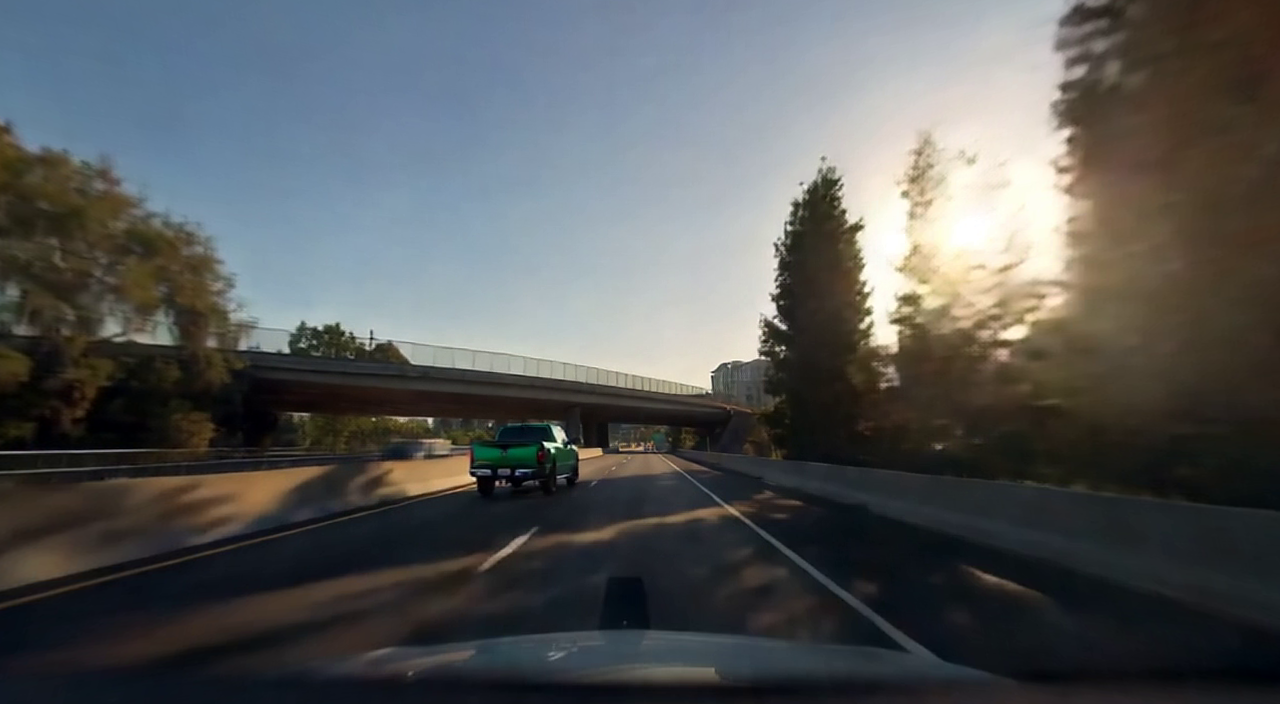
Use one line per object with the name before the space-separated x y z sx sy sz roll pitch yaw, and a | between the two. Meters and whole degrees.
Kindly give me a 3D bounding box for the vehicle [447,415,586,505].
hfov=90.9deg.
vehicle | -2.930 2.756 16.508 2.350 1.932 5.562 0 -8 2
